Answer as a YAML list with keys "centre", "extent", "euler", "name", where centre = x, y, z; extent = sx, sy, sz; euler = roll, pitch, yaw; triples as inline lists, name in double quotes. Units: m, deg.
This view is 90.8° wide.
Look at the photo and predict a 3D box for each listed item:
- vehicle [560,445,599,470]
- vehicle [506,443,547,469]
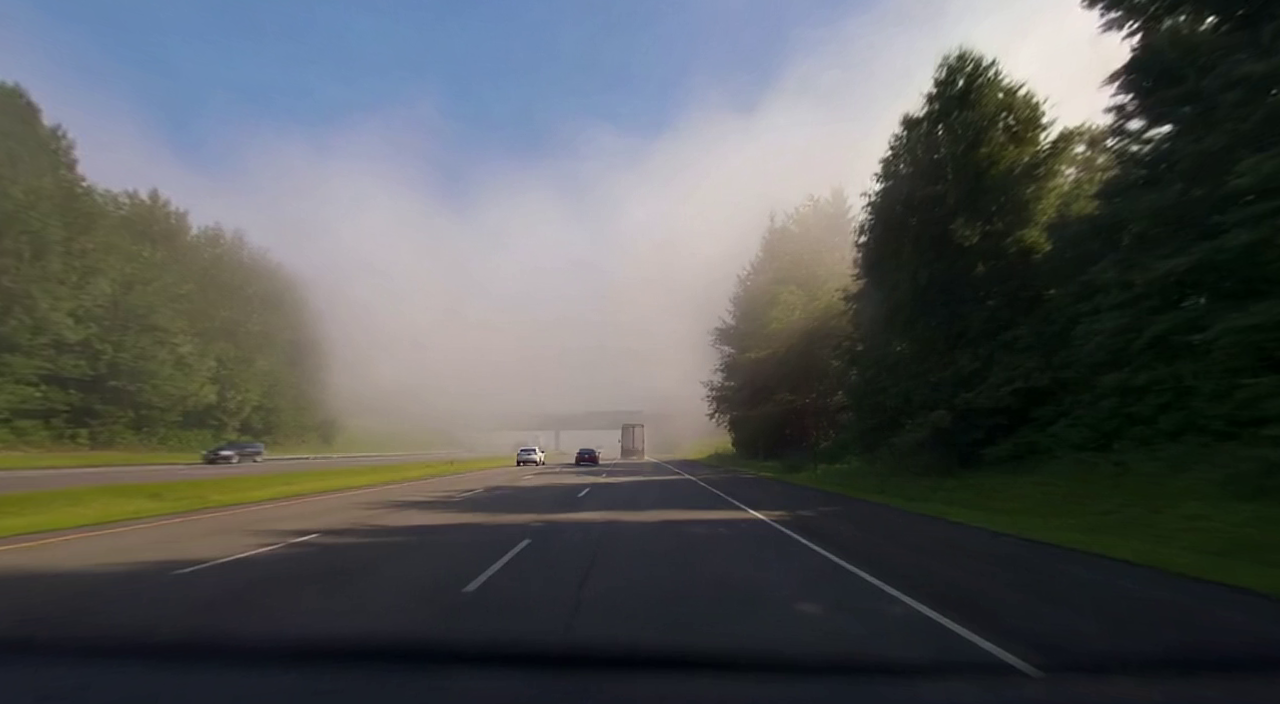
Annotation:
- centre: [-3.739, 6.610, 39.596]
  extent: [2.073, 1.472, 4.091]
  euler: [0, -9, -1]
  name: "vehicle"
- centre: [-7.447, 6.843, 41.760]
  extent: [2.014, 1.633, 4.090]
  euler: [0, -9, 0]
  name: "vehicle"
